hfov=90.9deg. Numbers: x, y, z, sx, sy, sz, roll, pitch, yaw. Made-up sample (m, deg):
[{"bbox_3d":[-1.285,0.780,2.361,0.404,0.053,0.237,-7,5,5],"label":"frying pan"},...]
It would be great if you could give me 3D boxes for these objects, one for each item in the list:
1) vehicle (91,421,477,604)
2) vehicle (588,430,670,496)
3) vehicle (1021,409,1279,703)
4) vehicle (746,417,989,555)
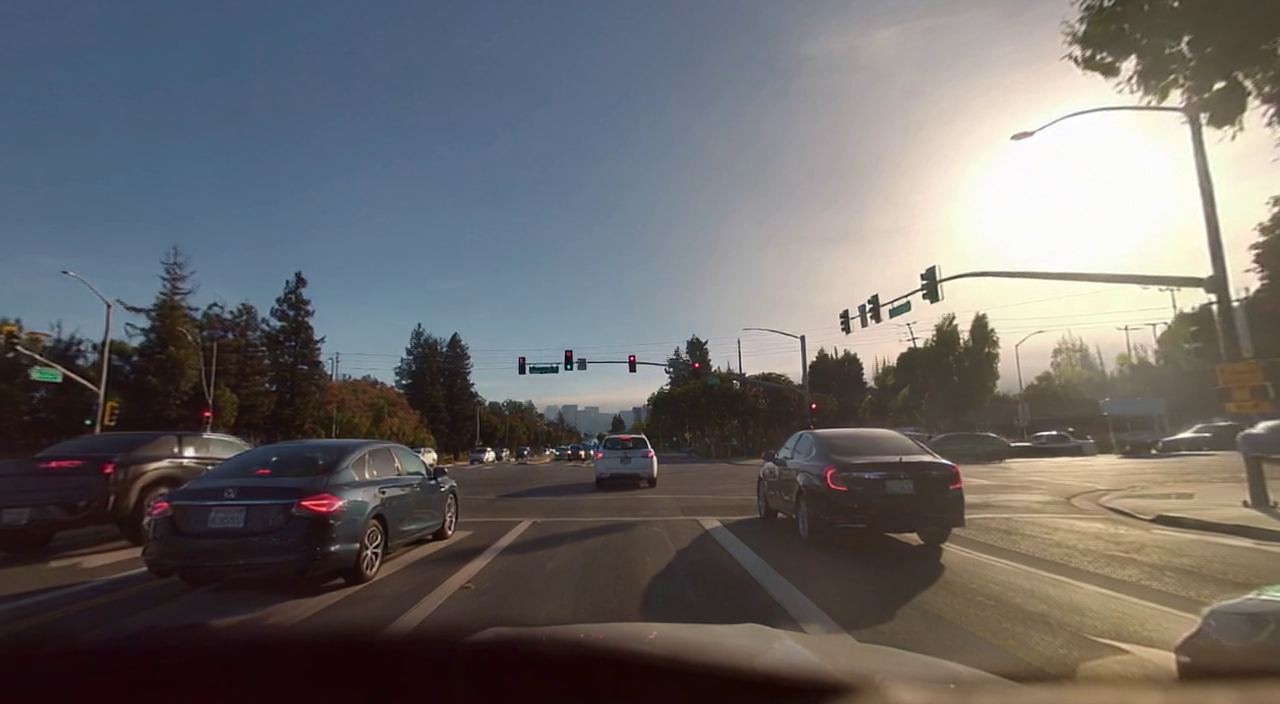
[{"bbox_3d":[-3.519,1.650,7.449,1.941,1.492,4.399,0,-8,1],"label":"vehicle"},{"bbox_3d":[-0.274,3.288,19.048,2.215,1.749,3.976,0,-8,1],"label":"vehicle"},{"bbox_3d":[3.204,0.818,1.421,1.960,1.460,4.233,0,-8,-1],"label":"vehicle"},{"bbox_3d":[3.240,2.007,10.192,2.097,1.707,4.461,0,-8,-2],"label":"vehicle"}]
